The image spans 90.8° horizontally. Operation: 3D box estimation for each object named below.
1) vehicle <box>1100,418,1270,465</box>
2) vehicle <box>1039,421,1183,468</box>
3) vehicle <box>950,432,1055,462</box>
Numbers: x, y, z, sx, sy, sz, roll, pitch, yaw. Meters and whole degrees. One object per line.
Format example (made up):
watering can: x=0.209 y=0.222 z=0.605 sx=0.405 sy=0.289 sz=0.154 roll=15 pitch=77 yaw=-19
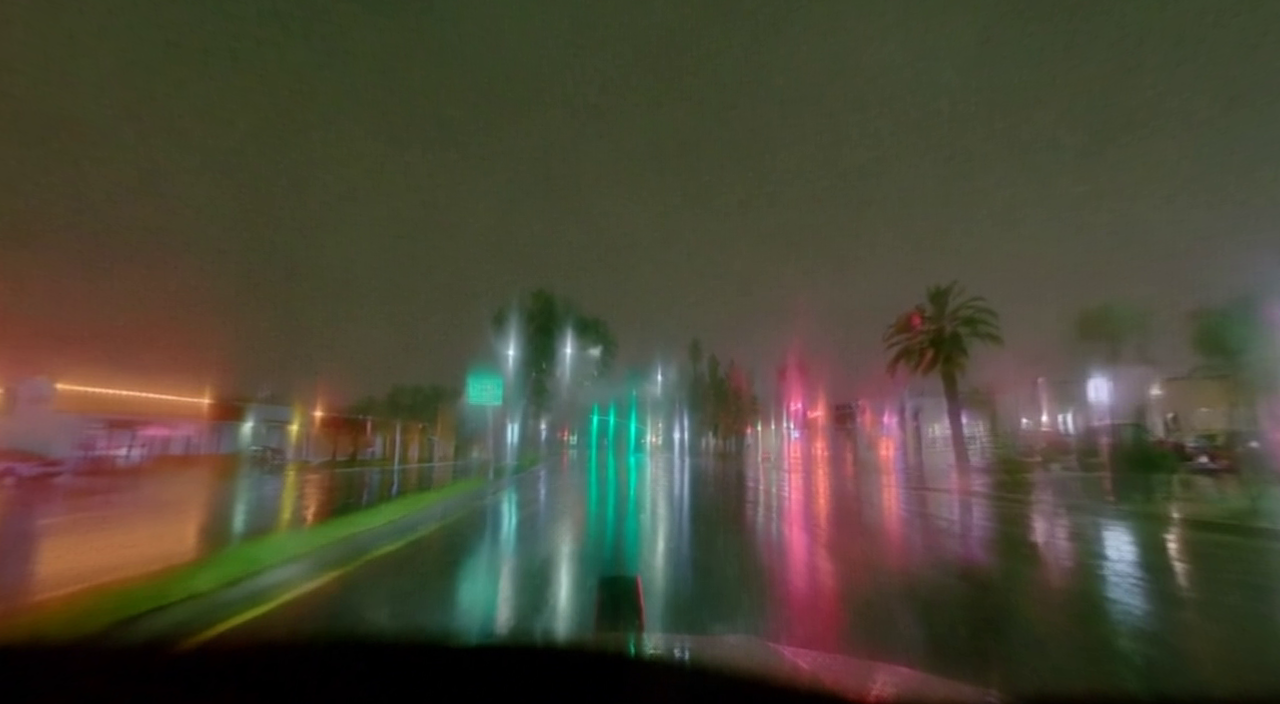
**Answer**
vehicle: x=19.337 y=3.245 z=22.741 sx=1.986 sy=1.454 sz=4.332 roll=-1 pitch=-9 yaw=-5
vehicle: x=16.539 y=3.281 z=22.457 sx=1.852 sy=1.487 sz=3.896 roll=0 pitch=-8 yaw=-5
vehicle: x=18.862 y=4.943 z=32.979 sx=4.382 sy=1.463 sz=1.869 roll=0 pitch=-8 yaw=-6
